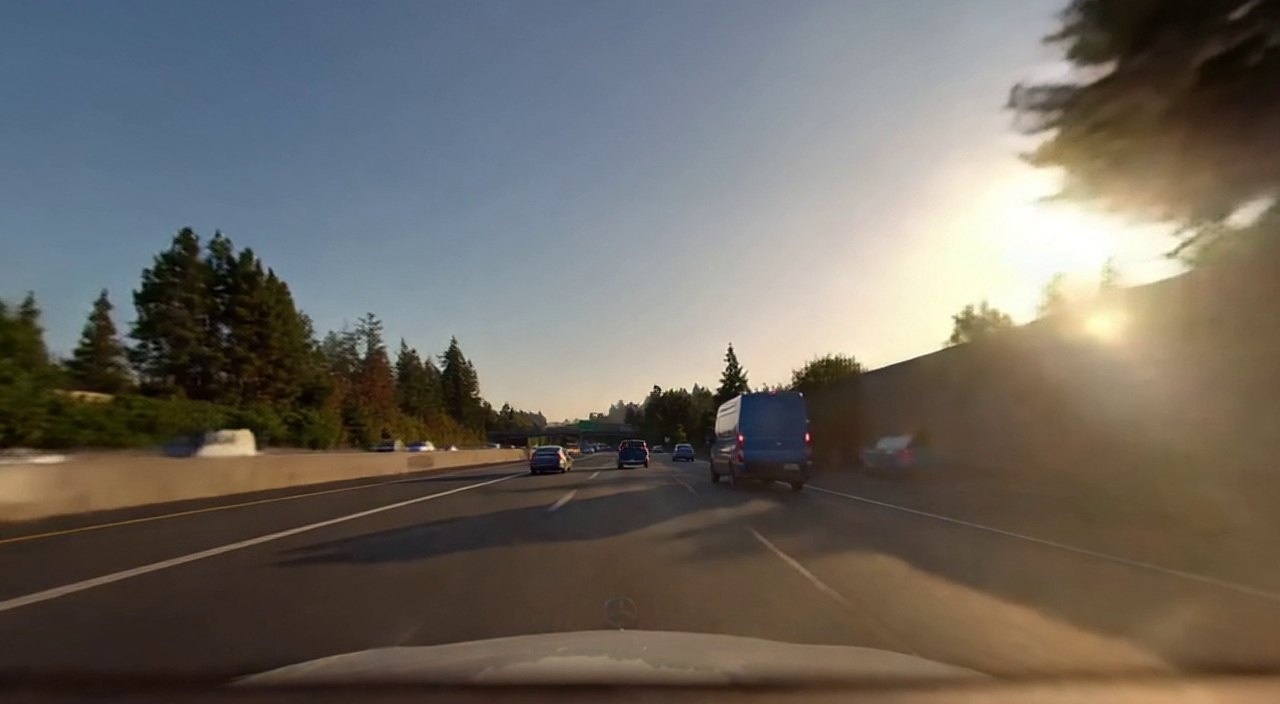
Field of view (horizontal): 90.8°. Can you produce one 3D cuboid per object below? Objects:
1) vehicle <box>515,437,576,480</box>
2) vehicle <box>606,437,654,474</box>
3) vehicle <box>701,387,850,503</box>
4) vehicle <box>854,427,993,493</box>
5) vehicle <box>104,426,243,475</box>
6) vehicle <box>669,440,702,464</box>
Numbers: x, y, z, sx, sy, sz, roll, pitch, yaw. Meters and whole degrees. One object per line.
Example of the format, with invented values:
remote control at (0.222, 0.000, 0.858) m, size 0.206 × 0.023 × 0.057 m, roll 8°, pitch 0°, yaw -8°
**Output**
vehicle at (-4.092, 4.680, 28.008) m, size 2.023 × 1.709 × 4.263 m, roll 0°, pitch -8°, yaw 0°
vehicle at (-0.540, 5.339, 32.817) m, size 2.297 × 1.783 × 4.355 m, roll 0°, pitch -8°, yaw -1°
vehicle at (3.501, 2.650, 18.177) m, size 2.631 × 2.709 × 6.496 m, roll 0°, pitch -8°, yaw -2°
vehicle at (9.523, 3.674, 21.890) m, size 2.344 × 1.967 × 5.275 m, roll 0°, pitch -8°, yaw 0°
vehicle at (-17.071, 3.635, 23.424) m, size 2.108 × 1.660 × 4.008 m, roll 0°, pitch -8°, yaw -1°
vehicle at (3.529, 7.835, 49.510) m, size 2.160 × 1.759 × 4.214 m, roll 0°, pitch -8°, yaw -2°
